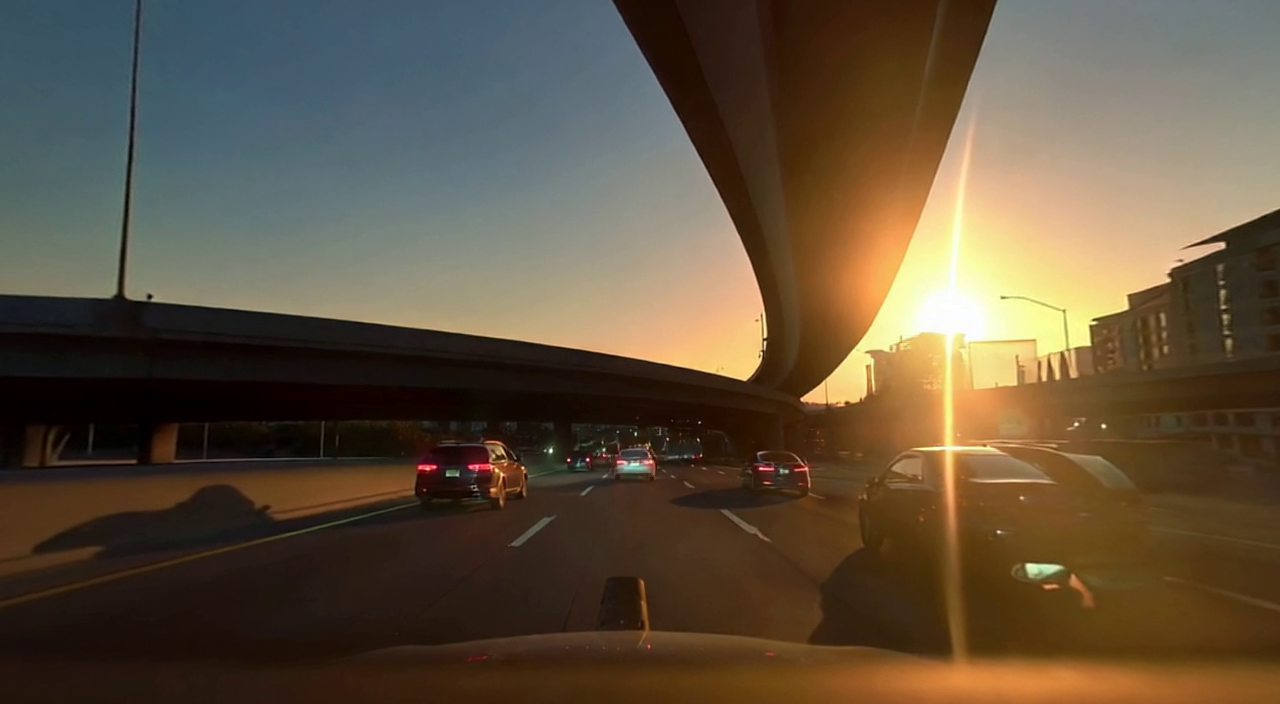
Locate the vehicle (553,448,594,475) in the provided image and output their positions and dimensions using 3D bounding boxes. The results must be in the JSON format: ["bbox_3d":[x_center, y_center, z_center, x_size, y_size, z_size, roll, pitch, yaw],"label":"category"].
[{"bbox_3d":[-3.758,6.294,36.288,1.868,1.431,4.055,0,-9,1],"label":"vehicle"}]

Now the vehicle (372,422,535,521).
[{"bbox_3d":[-3.889,2.591,14.178,2.142,1.819,4.648,0,-9,1],"label":"vehicle"}]

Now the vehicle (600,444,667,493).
[{"bbox_3d":[-0.190,3.951,21.726,2.089,1.493,3.964,0,-9,0],"label":"vehicle"}]

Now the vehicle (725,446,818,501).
[{"bbox_3d":[3.906,3.664,19.425,1.974,1.490,3.994,0,-9,-1],"label":"vehicle"}]
